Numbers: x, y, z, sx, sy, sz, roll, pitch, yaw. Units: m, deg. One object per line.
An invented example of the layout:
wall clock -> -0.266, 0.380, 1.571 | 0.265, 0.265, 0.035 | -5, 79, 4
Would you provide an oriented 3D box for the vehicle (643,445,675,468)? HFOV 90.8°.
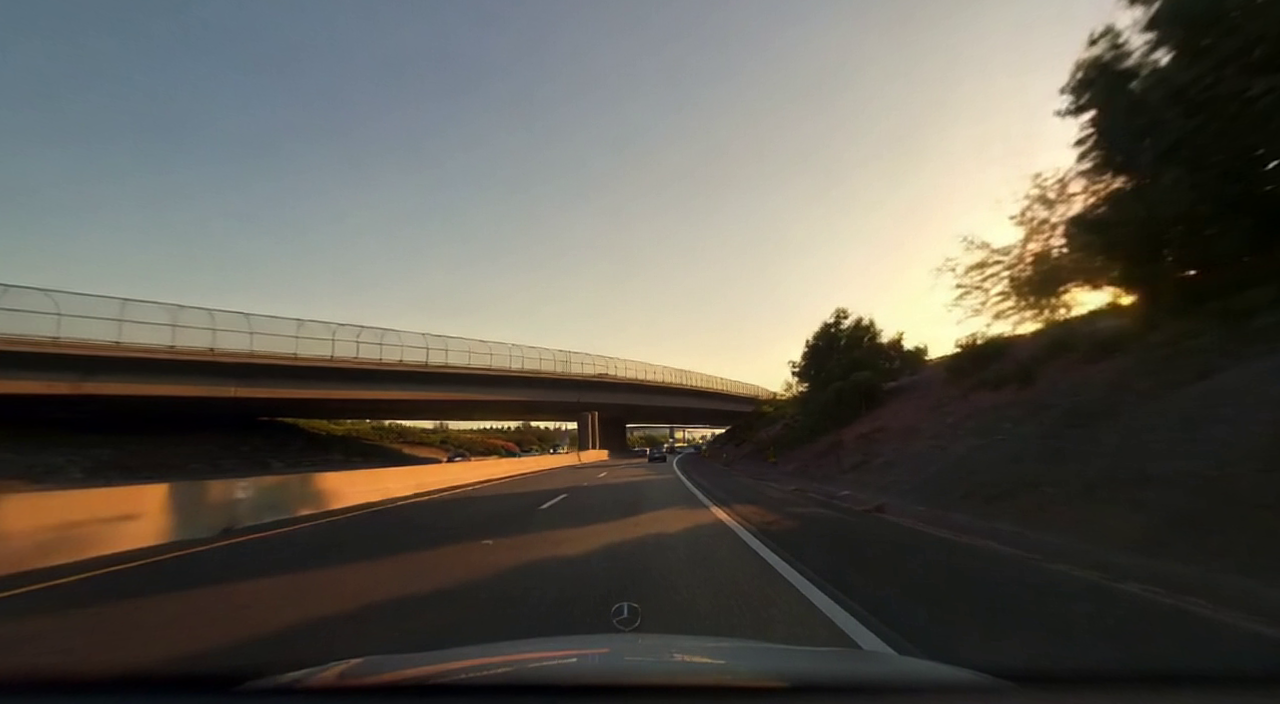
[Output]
vehicle -> 1.405, 7.781, 46.988 | 2.221, 1.603, 4.149 | -1, -9, 2
